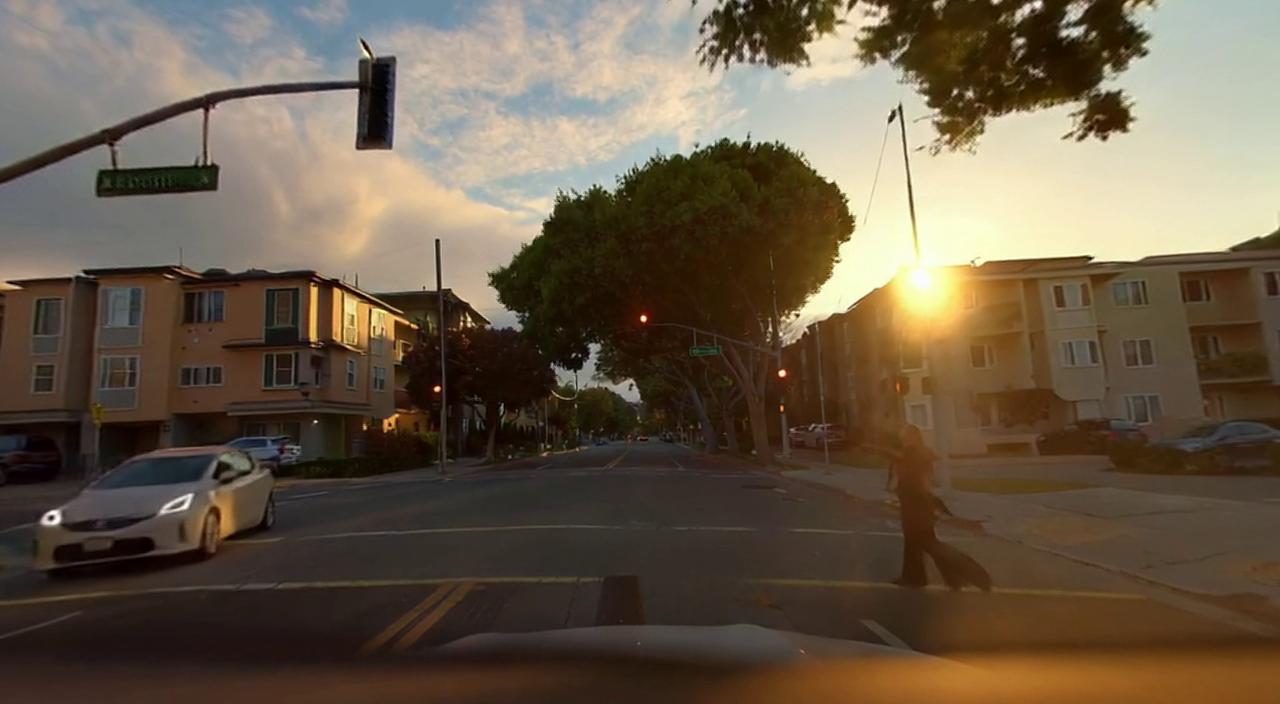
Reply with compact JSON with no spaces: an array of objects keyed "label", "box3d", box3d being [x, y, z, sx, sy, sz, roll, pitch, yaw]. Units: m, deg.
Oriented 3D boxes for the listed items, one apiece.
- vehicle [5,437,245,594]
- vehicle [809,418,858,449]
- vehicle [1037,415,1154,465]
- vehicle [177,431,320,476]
[{"label":"vehicle","box3d":[-6.492,2.000,8.485,1.945,1.424,4.135,2,-10,-32]},{"label":"vehicle","box3d":[11.487,4.933,37.782,1.950,1.714,4.245,-1,-8,5]},{"label":"vehicle","box3d":[17.121,3.369,24.051,2.013,1.722,4.007,-2,-9,11]},{"label":"vehicle","box3d":[-19.063,4.944,30.989,5.468,1.854,2.283,-2,-8,-4]}]
